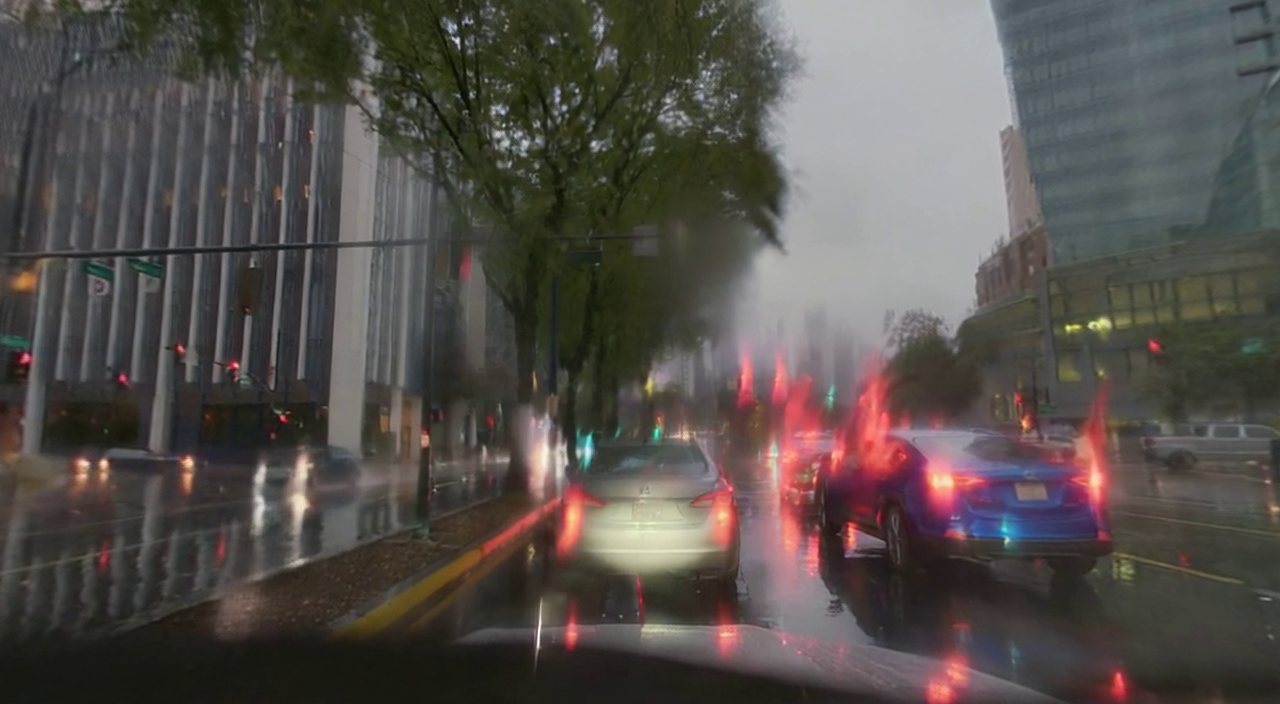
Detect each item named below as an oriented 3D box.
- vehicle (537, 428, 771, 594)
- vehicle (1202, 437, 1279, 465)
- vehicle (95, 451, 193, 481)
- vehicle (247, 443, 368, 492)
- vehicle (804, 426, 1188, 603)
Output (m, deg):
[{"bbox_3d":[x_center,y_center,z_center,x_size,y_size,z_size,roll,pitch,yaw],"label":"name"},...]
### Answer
[{"bbox_3d":[0.091,1.732,7.733,2.087,1.468,4.014,0,-9,-1],"label":"vehicle"},{"bbox_3d":[35.206,5.638,36.127,4.190,1.535,1.998,0,-9,-1],"label":"vehicle"},{"bbox_3d":[-26.657,6.123,34.040,3.657,1.528,1.783,1,-9,-3],"label":"vehicle"},{"bbox_3d":[-12.196,4.232,23.576,2.009,1.642,4.482,0,-9,0],"label":"vehicle"},{"bbox_3d":[3.648,1.738,7.737,2.018,1.491,4.544,0,-9,-1],"label":"vehicle"}]
